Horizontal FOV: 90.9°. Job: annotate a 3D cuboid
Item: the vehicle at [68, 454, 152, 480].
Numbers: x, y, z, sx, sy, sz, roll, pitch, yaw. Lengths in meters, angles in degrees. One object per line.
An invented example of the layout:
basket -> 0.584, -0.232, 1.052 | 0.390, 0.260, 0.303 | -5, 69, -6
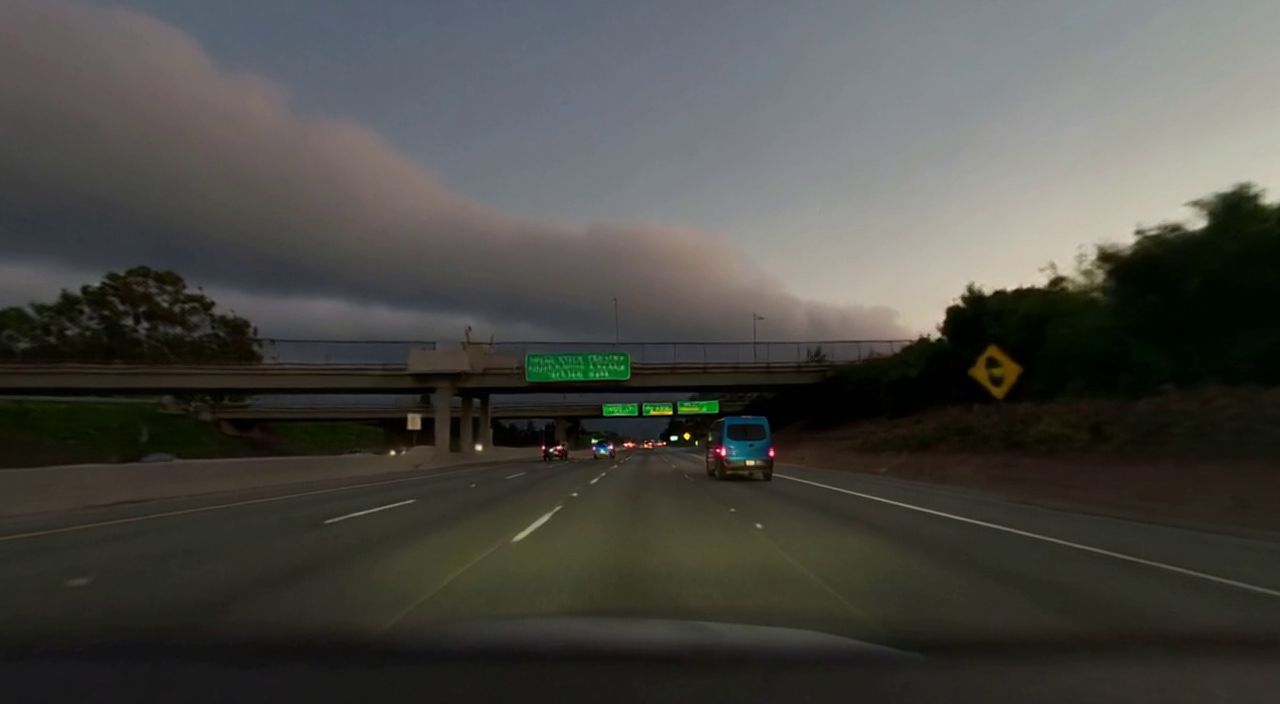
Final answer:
vehicle -> -37.697, 8.183, 45.003 | 1.918, 1.642, 4.657 | 0, -8, 0

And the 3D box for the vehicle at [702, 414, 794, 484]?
vehicle -> 3.759, 3.551, 23.203 | 2.347, 2.234, 5.352 | 0, -8, -1

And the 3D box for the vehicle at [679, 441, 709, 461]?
vehicle -> 4.121, 7.673, 48.892 | 1.883, 1.456, 4.044 | 0, -8, -1
